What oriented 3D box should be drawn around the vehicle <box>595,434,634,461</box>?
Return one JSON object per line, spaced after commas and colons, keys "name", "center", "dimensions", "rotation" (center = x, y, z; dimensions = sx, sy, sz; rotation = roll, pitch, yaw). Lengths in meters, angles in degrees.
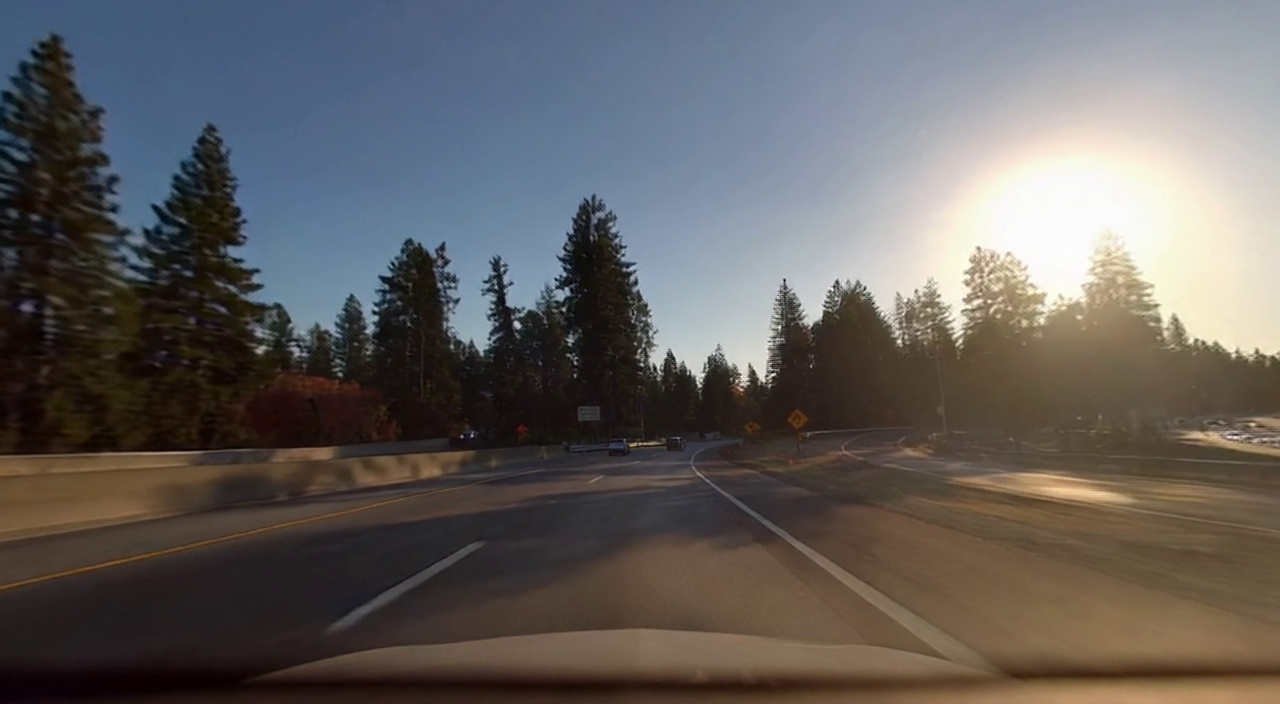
{"name": "vehicle", "center": [-1.729, 6.653, 43.868], "dimensions": [2.129, 1.742, 4.217], "rotation": [-1, -8, 5]}
